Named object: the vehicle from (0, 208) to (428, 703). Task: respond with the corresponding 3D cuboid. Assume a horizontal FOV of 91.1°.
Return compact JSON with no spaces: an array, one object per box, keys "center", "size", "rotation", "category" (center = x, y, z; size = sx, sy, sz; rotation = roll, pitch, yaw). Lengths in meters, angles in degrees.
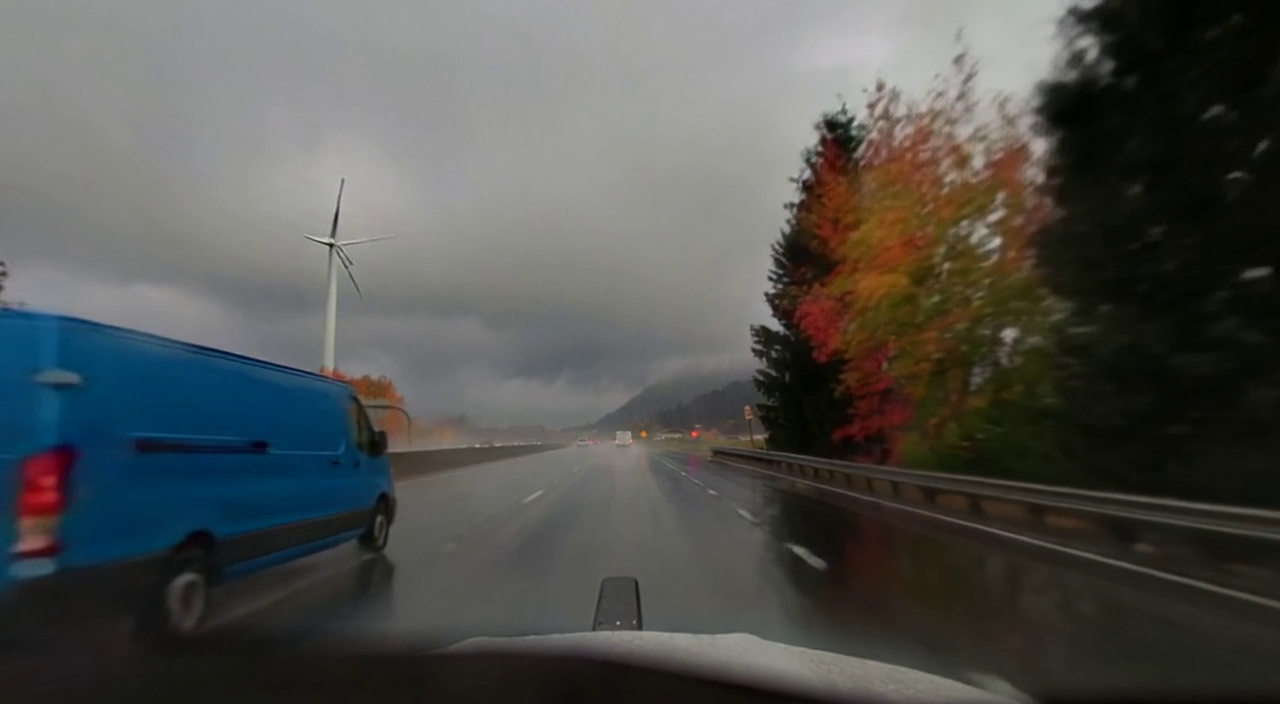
[{"center":[-3.802,0.838,5.206],"size":[2.303,2.323,5.089],"rotation":[0,-8,0],"category":"vehicle"}]
